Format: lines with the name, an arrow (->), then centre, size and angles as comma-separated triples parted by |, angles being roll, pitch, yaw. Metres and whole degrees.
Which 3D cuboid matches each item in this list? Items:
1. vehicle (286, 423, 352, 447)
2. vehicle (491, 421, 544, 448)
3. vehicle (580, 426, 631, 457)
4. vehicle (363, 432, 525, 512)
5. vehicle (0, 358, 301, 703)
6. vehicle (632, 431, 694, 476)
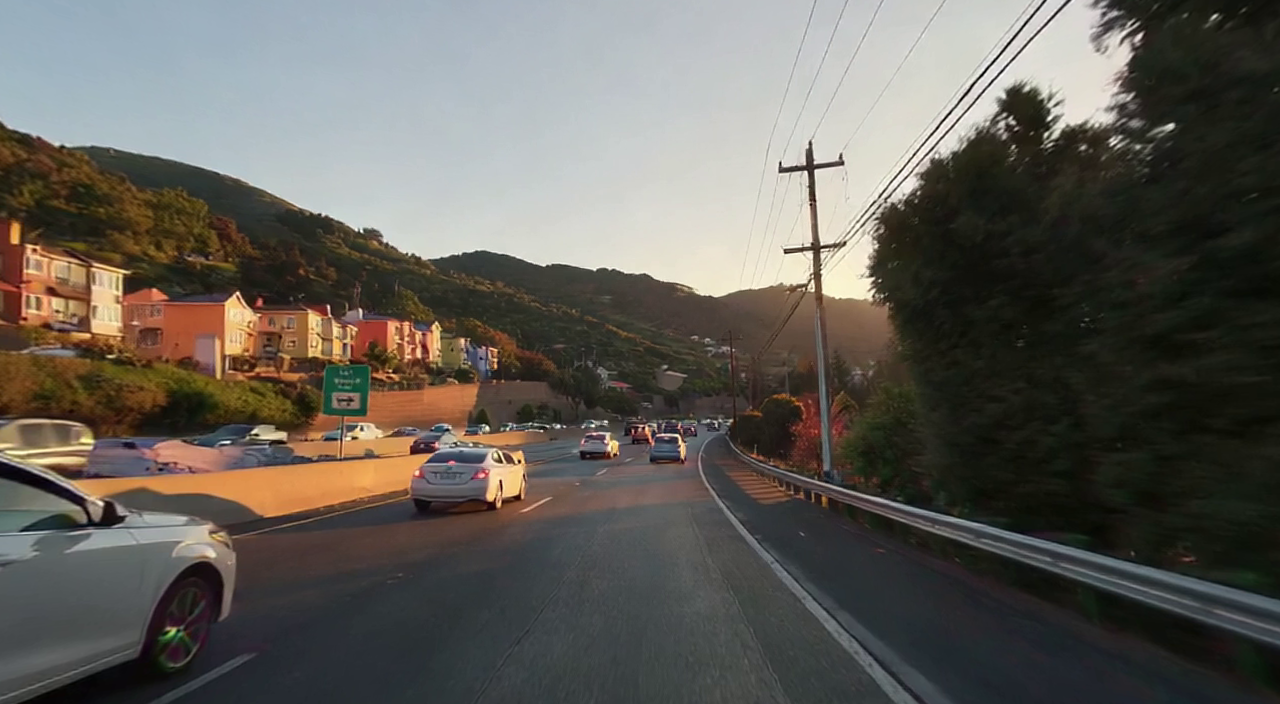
vehicle -> -21.940, 5.735, 43.310 | 1.842, 1.568, 4.109 | -2, -8, 11
vehicle -> -8.571, 5.878, 44.605 | 2.080, 1.833, 4.461 | -2, -9, 12
vehicle -> -1.937, 5.223, 36.676 | 2.121, 1.639, 4.383 | -1, -8, 8
vehicle -> -4.153, 2.617, 14.342 | 1.956, 1.478, 4.789 | -1, -8, 2
vehicle -> -4.142, 0.975, 3.427 | 2.079, 1.763, 4.295 | 0, -8, 2
vehicle -> 0.893, 3.726, 23.237 | 2.109, 1.495, 3.935 | -1, -8, 4
